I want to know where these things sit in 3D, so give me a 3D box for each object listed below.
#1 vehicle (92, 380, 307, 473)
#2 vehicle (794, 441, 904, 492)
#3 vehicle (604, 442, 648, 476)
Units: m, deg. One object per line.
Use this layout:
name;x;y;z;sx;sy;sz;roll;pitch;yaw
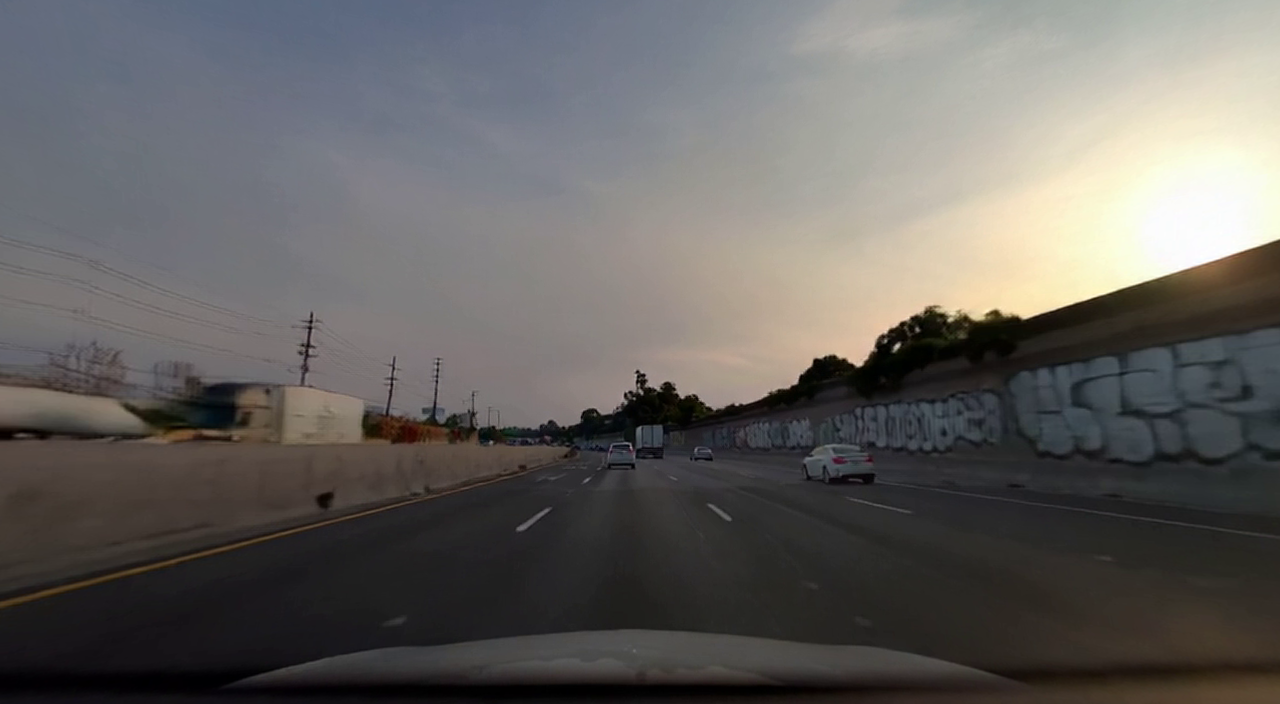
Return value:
vehicle;-17.110;3.135;25.554;2.933;3.133;8.090;0;-9;-1
vehicle;6.907;3.819;21.474;2.032;1.525;4.631;0;-9;-1
vehicle;-0.724;5.606;33.334;2.191;1.685;3.353;0;-9;-1
